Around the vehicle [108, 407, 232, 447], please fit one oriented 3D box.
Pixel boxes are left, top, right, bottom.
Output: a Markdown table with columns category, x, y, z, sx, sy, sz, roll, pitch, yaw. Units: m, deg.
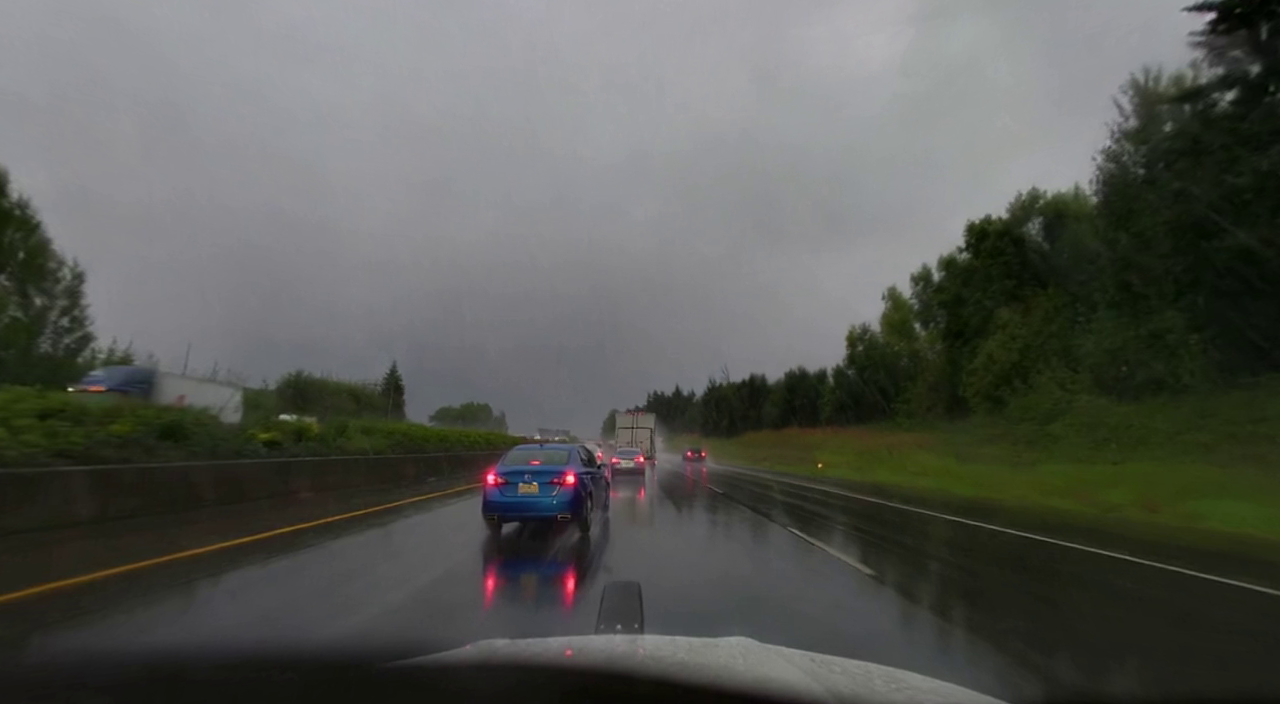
| category | x | y | z | sx | sy | sz | roll | pitch | yaw |
| --- | --- | --- | --- | --- | --- | --- | --- | --- | --- |
| vehicle | -20.633 | 3.396 | 27.922 | 1.997 | 1.567 | 4.777 | 0 | -9 | -3 |

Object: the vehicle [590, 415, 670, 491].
| category | x | y | z | sx | sy | sz | roll | pitch | yaw |
| --- | --- | --- | --- | --- | --- | --- | --- | --- | --- |
| vehicle | -0.303 | 3.378 | 21.143 | 2.389 | 2.257 | 4.545 | 0 | -9 | 0 |

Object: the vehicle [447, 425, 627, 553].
| category | x | y | z | sx | sy | sz | roll | pitch | yaw |
| --- | --- | --- | --- | --- | --- | --- | --- | --- | --- |
| vehicle | -1.341 | 2.015 | 9.833 | 2.038 | 1.582 | 3.729 | -1 | -9 | 2 |

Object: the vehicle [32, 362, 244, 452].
| category | x | y | z | sx | sy | sz | roll | pitch | yaw |
| --- | --- | --- | --- | --- | --- | --- | --- | --- | --- |
| vehicle | -24.899 | 3.128 | 32.291 | 3.187 | 3.945 | 9.848 | 0 | -9 | -4 |
